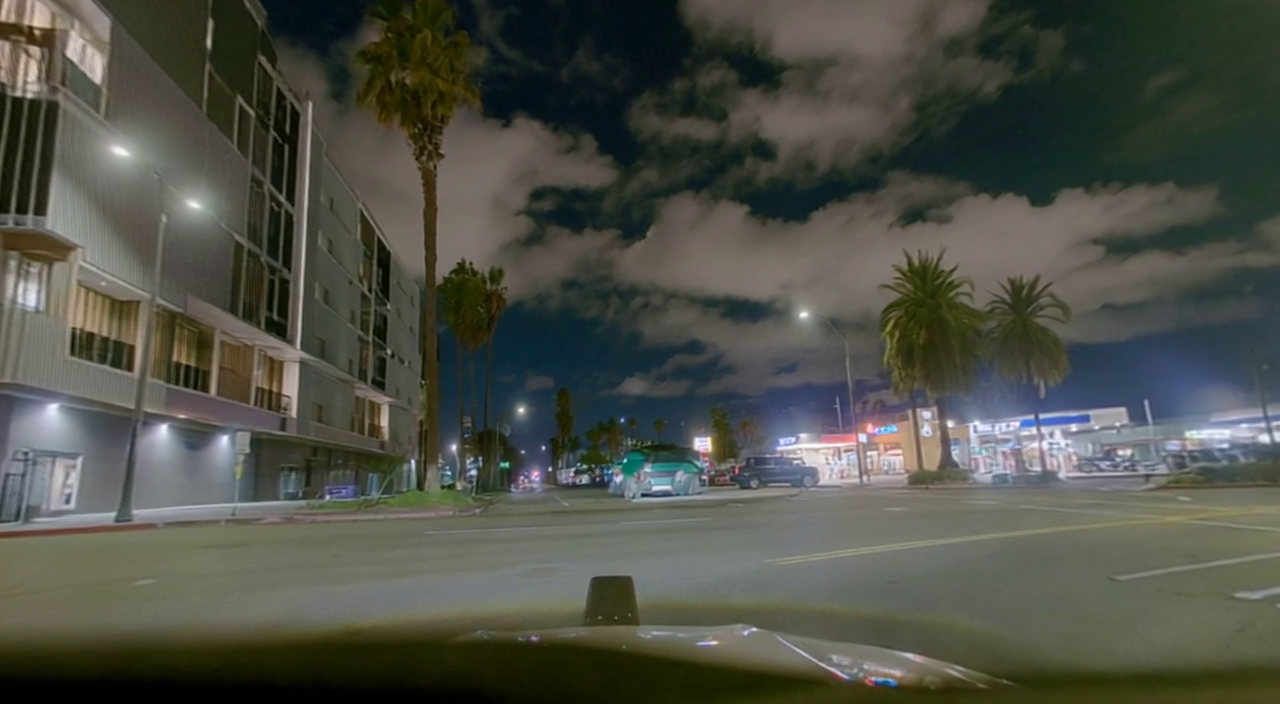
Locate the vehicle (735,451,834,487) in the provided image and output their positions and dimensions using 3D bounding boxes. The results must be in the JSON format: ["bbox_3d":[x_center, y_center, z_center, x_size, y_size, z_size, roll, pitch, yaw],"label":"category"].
[{"bbox_3d":[10.646,8.553,46.418,7.026,2.329,2.545,5,-7,-25],"label":"vehicle"}]

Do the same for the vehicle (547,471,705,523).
[{"bbox_3d":[-0.403,4.609,20.380,4.782,1.371,1.763,4,-10,-27],"label":"vehicle"}]

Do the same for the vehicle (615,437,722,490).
[{"bbox_3d":[1.640,6.351,35.908,5.524,2.504,2.196,8,-8,-22],"label":"vehicle"}]
